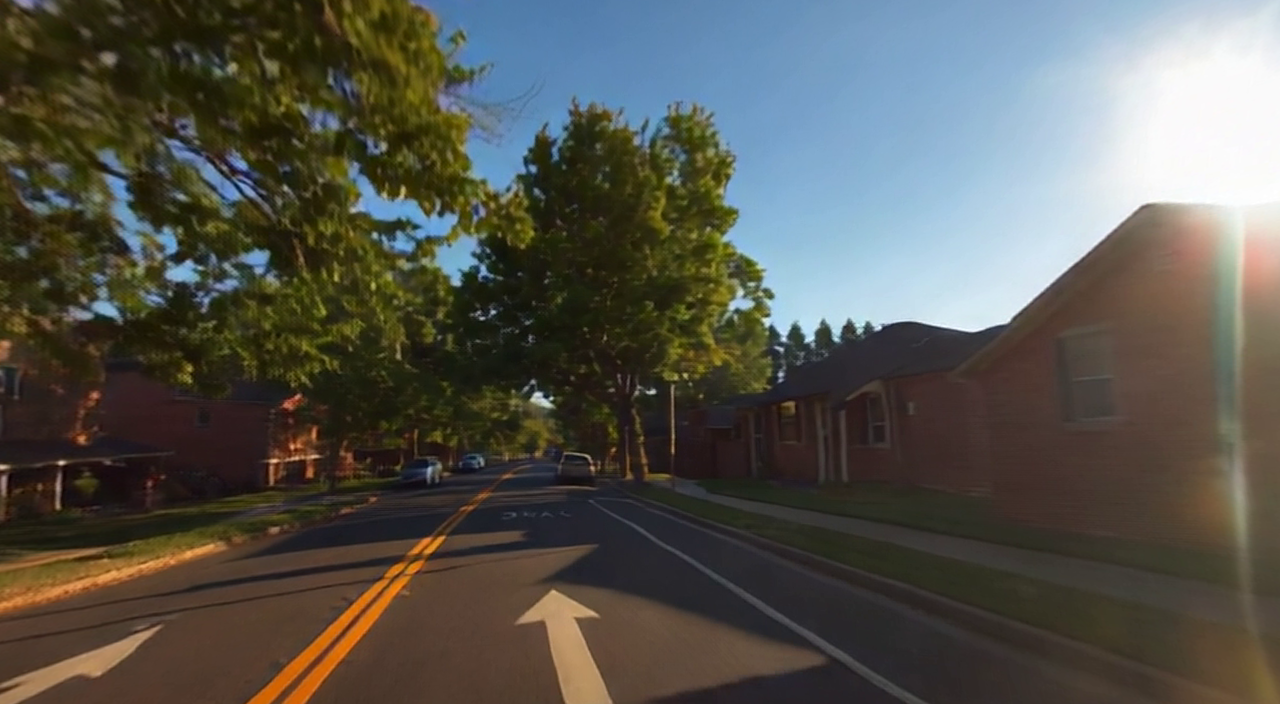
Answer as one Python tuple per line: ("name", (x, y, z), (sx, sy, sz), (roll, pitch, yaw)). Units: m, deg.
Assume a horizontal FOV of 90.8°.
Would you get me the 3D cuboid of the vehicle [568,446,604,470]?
("vehicle", (-4.277, 8.267, 49.326), (1.937, 1.752, 4.574), (2, -9, -15))
